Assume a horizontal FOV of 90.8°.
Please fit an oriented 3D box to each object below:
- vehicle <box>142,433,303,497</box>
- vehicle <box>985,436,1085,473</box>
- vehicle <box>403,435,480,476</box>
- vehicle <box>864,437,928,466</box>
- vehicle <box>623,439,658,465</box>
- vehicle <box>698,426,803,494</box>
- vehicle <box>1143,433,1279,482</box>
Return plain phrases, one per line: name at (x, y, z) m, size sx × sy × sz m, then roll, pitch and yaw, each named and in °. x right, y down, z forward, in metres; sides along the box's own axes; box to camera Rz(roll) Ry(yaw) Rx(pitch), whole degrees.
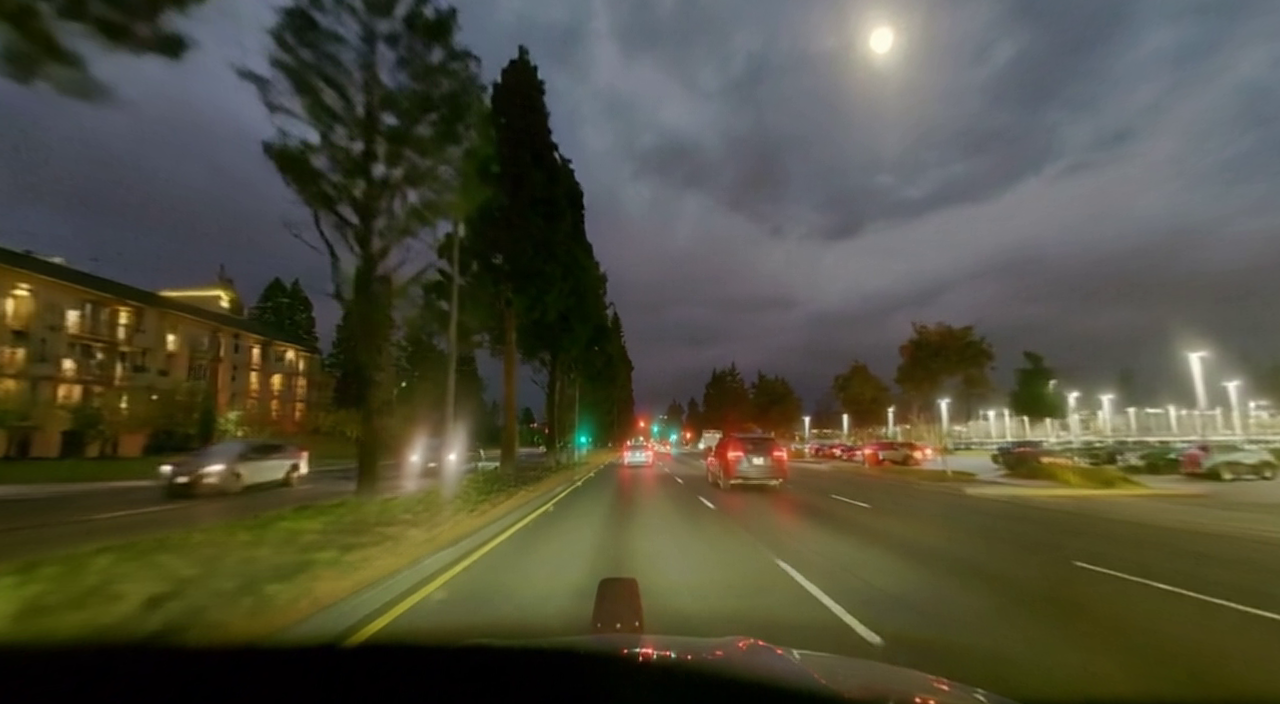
vehicle at (-12.658, 3.434, 19.600) m, size 1.937 × 1.737 × 4.398 m, roll 0°, pitch -9°, yaw 0°
vehicle at (19.248, 4.990, 31.034) m, size 1.936 × 1.659 × 4.365 m, roll 0°, pitch -9°, yaw -3°
vehicle at (-9.193, 4.823, 29.697) m, size 2.093 × 1.728 × 4.735 m, roll 0°, pitch -9°, yaw 0°
vehicle at (15.880, 6.195, 39.482) m, size 1.812 × 1.687 × 4.579 m, roll 1°, pitch -9°, yaw -4°
vehicle at (0.000, 6.358, 40.431) m, size 2.145 × 1.572 × 4.021 m, roll 0°, pitch -9°, yaw -1°
vehicle at (3.173, 3.248, 19.341) m, size 2.235 × 1.806 × 4.818 m, roll 0°, pitch -9°, yaw -2°
vehicle at (20.631, 3.670, 22.097) m, size 4.475 × 1.592 × 1.841 m, roll 0°, pitch -9°, yaw -1°
